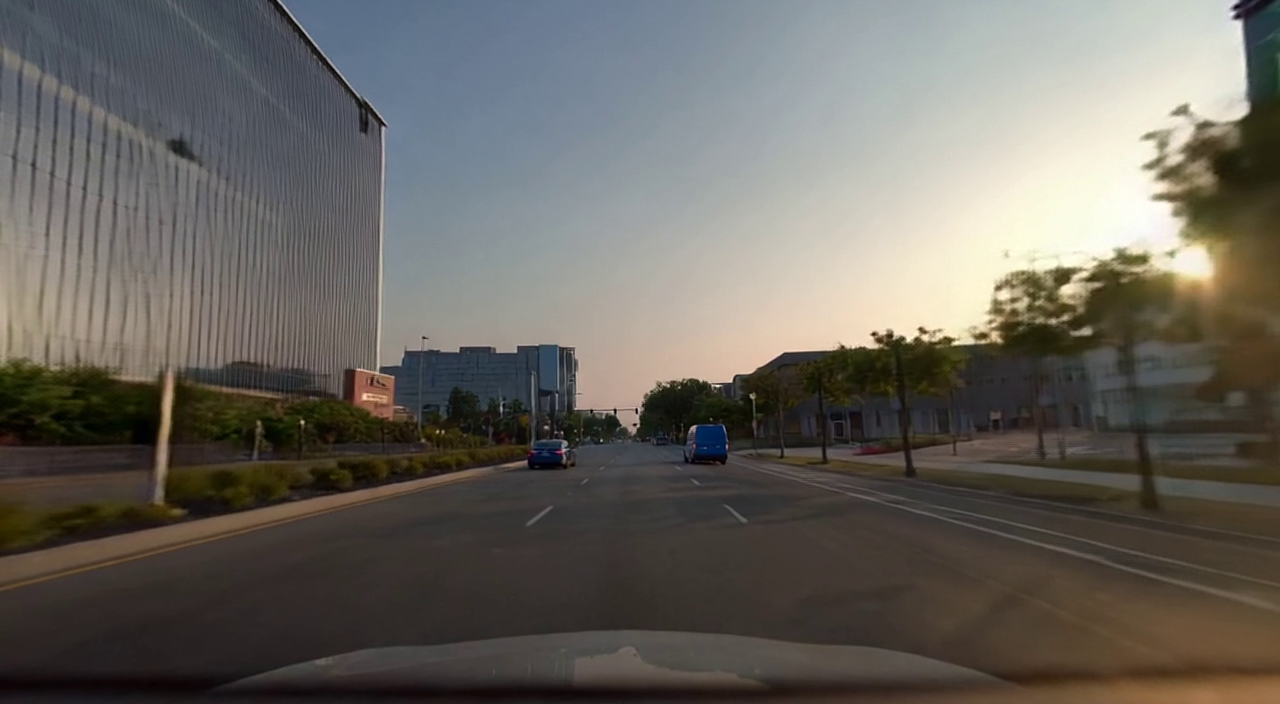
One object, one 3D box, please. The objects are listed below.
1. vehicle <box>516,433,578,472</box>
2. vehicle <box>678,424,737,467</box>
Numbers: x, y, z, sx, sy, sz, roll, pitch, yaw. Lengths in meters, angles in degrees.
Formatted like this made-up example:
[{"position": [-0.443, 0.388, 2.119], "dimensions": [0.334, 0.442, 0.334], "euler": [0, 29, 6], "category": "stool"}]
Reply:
[{"position": [-3.754, 4.131, 26.058], "dimensions": [1.864, 1.464, 4.195], "euler": [0, -8, 1], "category": "vehicle"}, {"position": [3.130, 4.501, 30.485], "dimensions": [2.200, 1.914, 5.145], "euler": [0, -8, -1], "category": "vehicle"}]
